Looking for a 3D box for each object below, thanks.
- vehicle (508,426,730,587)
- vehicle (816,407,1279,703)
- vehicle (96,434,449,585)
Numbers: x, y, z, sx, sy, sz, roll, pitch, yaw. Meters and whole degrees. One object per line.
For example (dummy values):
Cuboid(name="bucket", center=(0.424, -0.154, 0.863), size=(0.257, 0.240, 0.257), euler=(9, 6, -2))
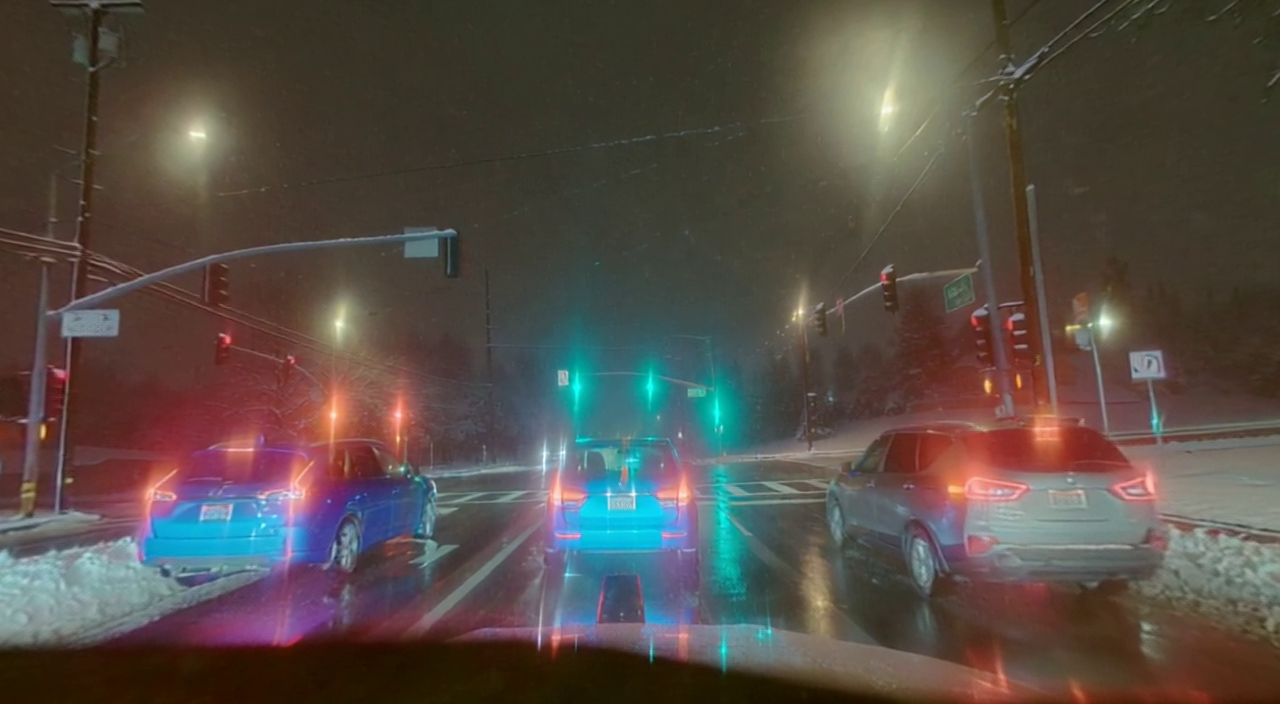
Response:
Cuboid(name="vehicle", center=(-0.233, 1.757, 8.056), size=(2.061, 1.485, 4.196), euler=(0, -8, -1))
Cuboid(name="vehicle", center=(2.910, 1.301, 5.060), size=(1.860, 1.494, 3.707), euler=(0, -8, -1))
Cuboid(name="vehicle", center=(-4.359, 1.901, 8.556), size=(2.106, 1.492, 4.312), euler=(0, -8, 1))
